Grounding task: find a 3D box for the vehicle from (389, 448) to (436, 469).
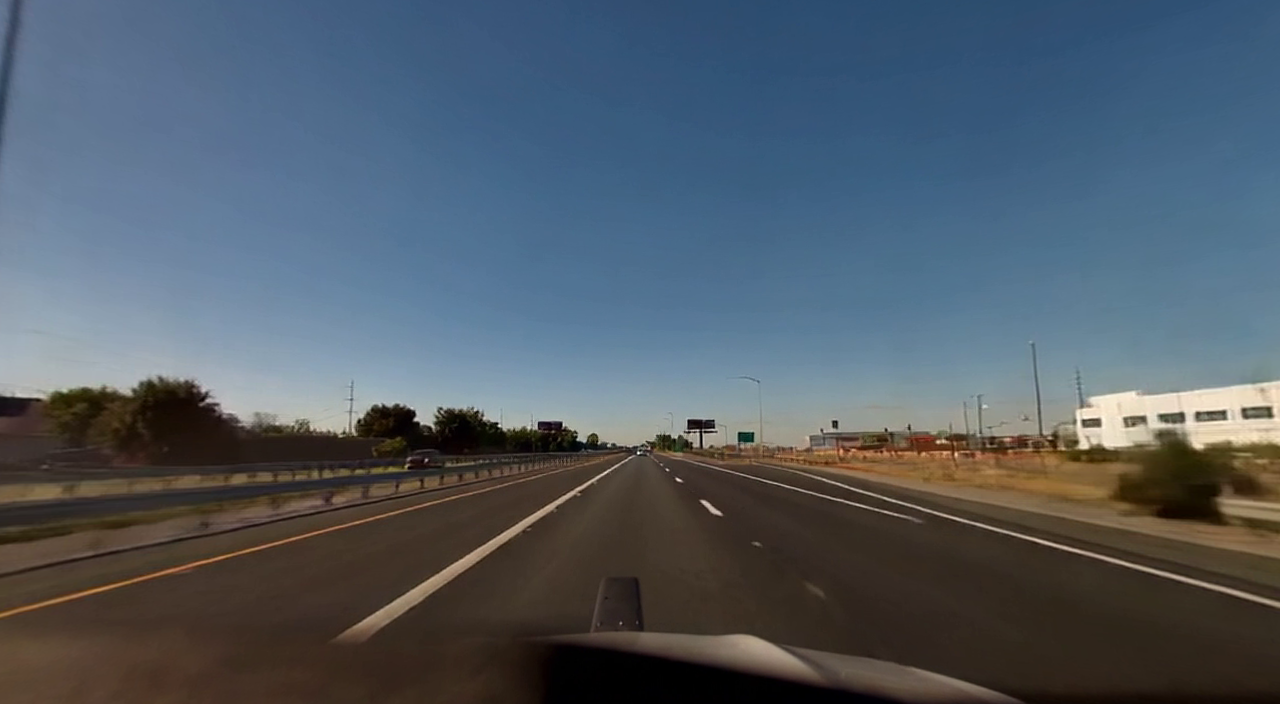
[{"bbox_3d":[-17.443,8.146,48.394,1.862,1.505,4.368,0,-9,2],"label":"vehicle"}]
